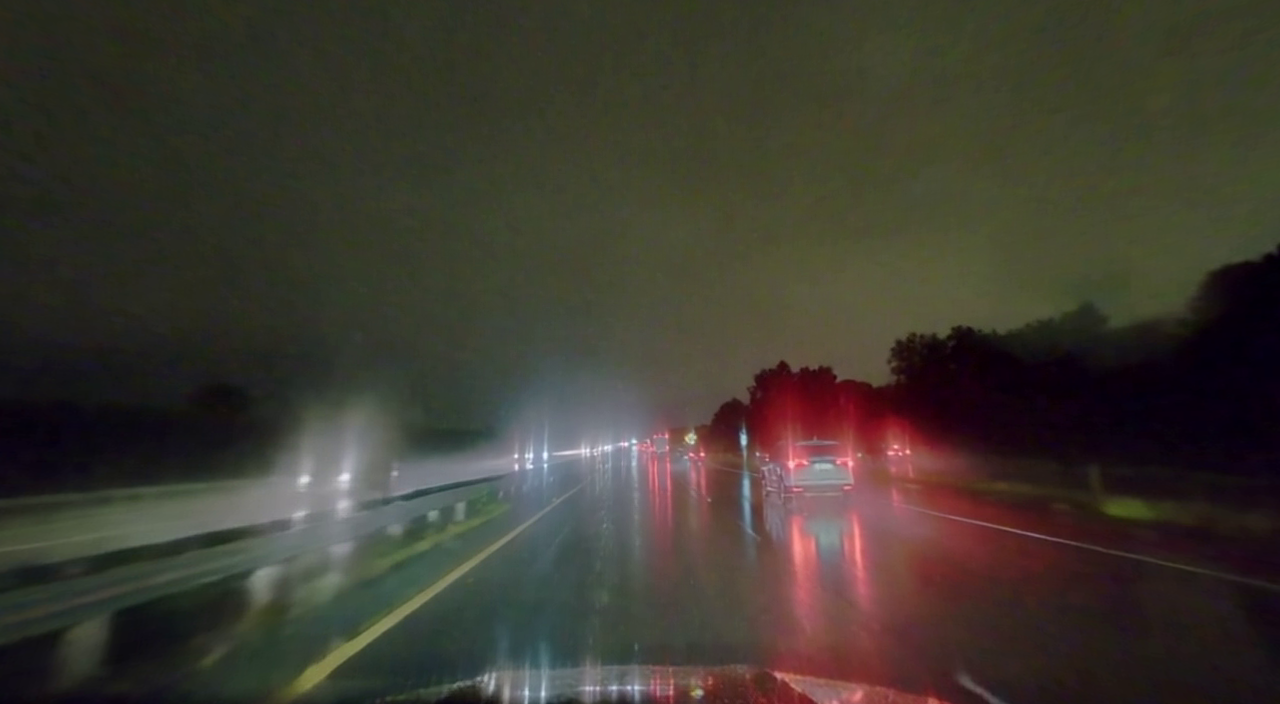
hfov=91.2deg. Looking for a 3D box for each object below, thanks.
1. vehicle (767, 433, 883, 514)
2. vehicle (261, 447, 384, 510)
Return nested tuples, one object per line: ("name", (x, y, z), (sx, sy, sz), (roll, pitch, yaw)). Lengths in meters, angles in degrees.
("vehicle", (4.038, 2.699, 14.410), (2.001, 1.555, 4.098), (-2, -9, 9))
("vehicle", (-9.176, 3.651, 18.551), (1.956, 1.583, 4.227), (1, -9, -9))
